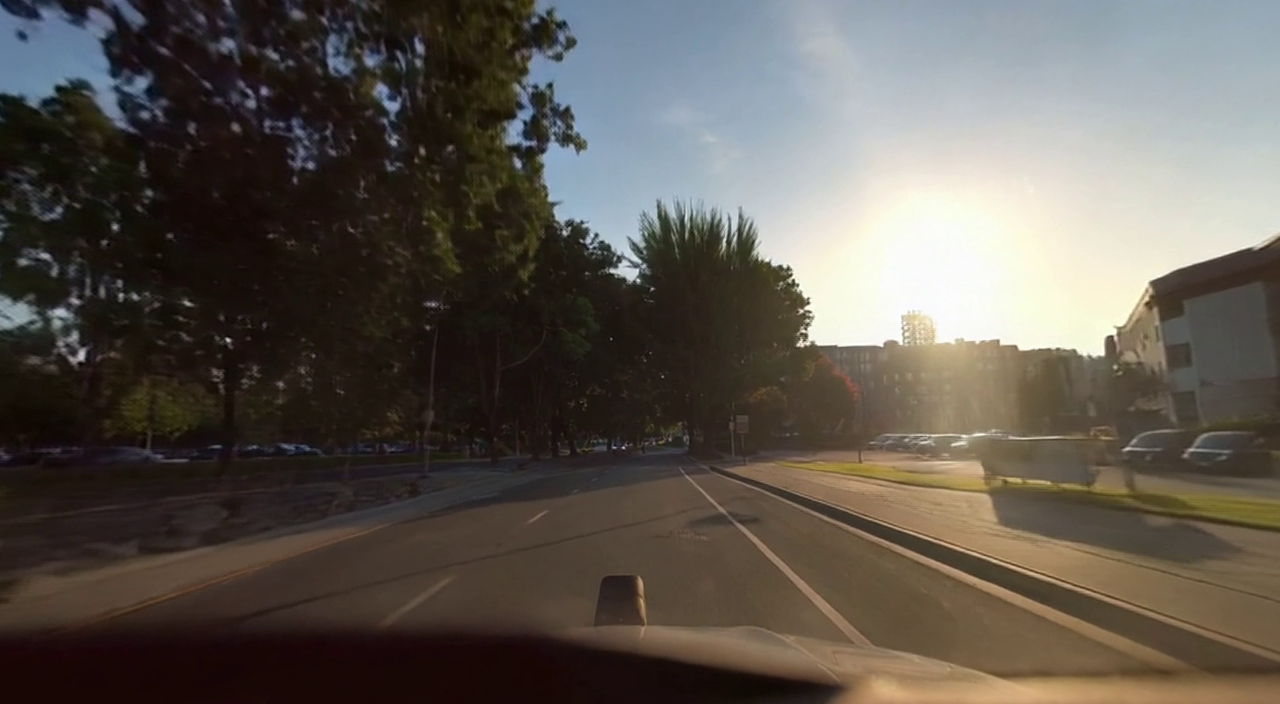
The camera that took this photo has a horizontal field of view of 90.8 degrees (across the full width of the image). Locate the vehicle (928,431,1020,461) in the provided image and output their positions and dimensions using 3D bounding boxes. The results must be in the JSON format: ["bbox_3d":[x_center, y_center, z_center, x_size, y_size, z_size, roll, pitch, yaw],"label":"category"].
[{"bbox_3d":[18.661,5.272,35.354,4.134,1.580,1.952,1,-8,-11],"label":"vehicle"}]

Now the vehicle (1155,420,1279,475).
[{"bbox_3d":[20.521,3.207,21.436,4.293,1.473,1.843,-5,-8,1],"label":"vehicle"}]
